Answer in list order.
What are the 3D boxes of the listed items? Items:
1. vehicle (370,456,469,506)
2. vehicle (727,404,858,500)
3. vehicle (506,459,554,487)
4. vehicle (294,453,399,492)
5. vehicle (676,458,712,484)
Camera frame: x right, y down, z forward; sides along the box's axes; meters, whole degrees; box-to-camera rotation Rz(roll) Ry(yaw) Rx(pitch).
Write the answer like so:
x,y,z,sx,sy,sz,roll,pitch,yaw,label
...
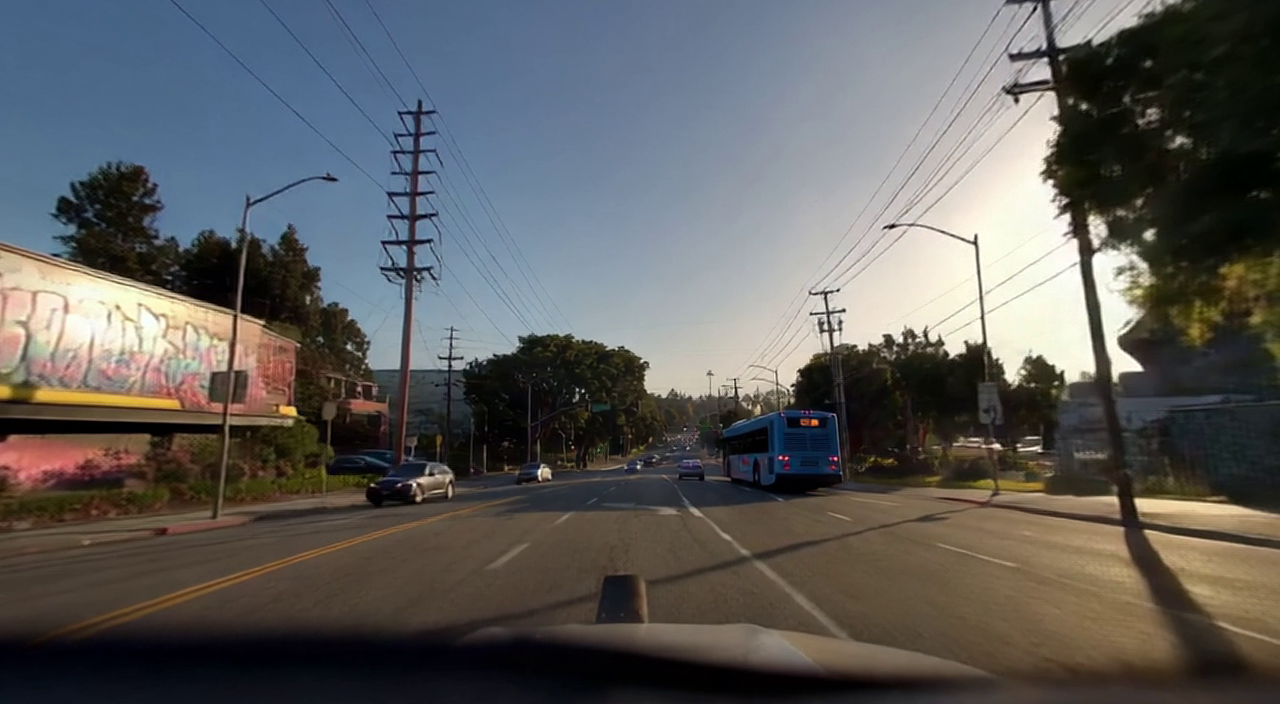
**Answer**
x,y,z,sx,sy,sz,roll,pitch,yaw,label
-8.476,4.988,24.807,2.011,1.672,4.637,-1,-9,3,vehicle
6.409,4.573,29.312,3.045,3.447,12.604,0,-9,1,vehicle
-7.393,8.172,42.818,2.017,1.659,4.405,-1,-9,7,vehicle
-15.632,6.417,33.969,4.719,1.903,2.051,2,-9,-13,vehicle
3.473,7.755,41.380,1.961,1.470,4.196,0,-9,0,vehicle
